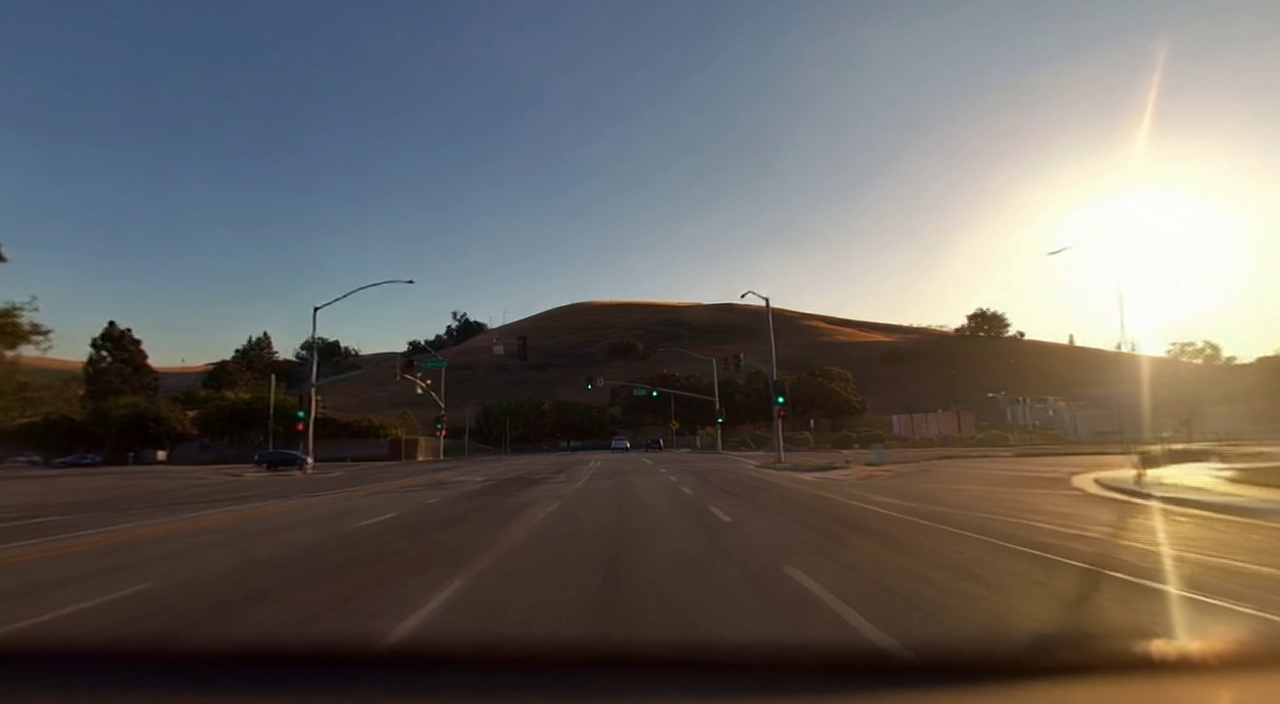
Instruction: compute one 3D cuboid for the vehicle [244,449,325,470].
[{"bbox_3d":[-24.746,7.492,44.002,4.518,1.423,1.888,0,-8,2],"label":"vehicle"}]
